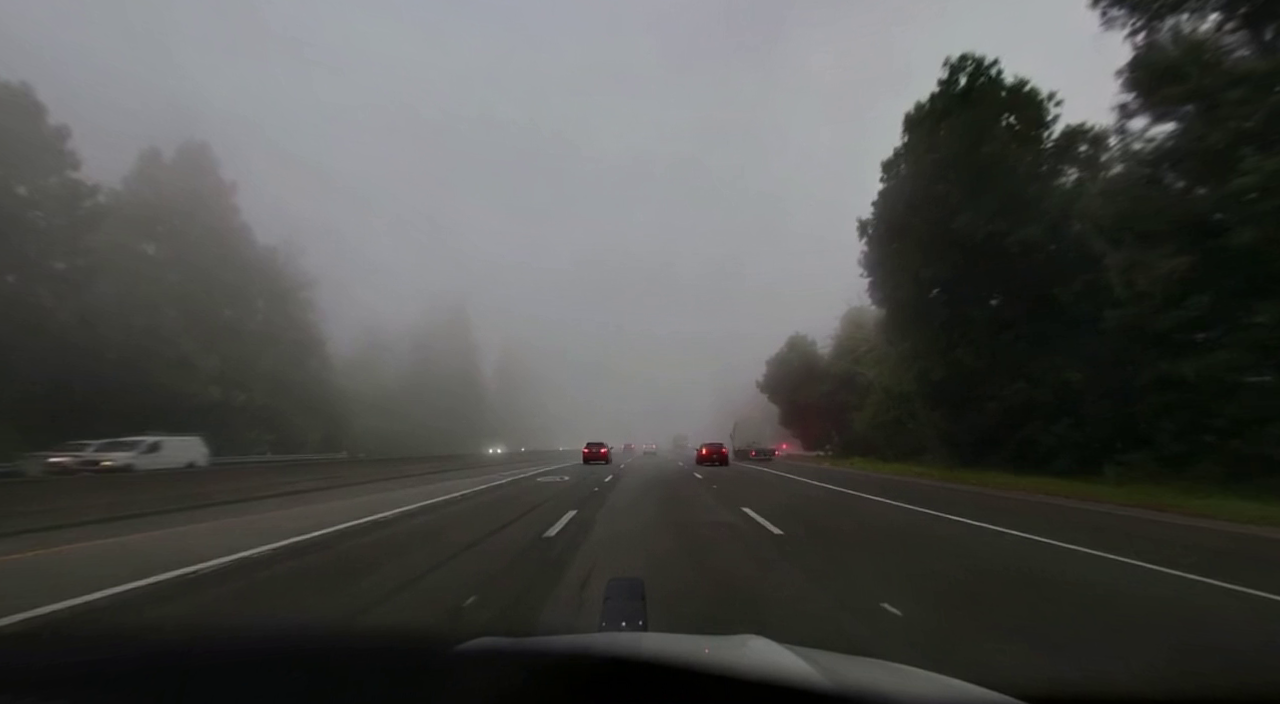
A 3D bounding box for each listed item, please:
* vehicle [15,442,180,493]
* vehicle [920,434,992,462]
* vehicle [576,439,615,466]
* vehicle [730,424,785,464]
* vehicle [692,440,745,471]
[{"bbox_3d":[-23.298,4.945,27.502,2.308,1.943,5.444,0,-9,1],"label":"vehicle"},{"bbox_3d":[23.934,7.301,48.064,2.221,1.995,5.803,0,-9,-3],"label":"vehicle"},{"bbox_3d":[-2.727,6.253,39.333,2.060,1.587,4.093,0,-9,1],"label":"vehicle"},{"bbox_3d":[8.109,6.436,44.139,2.729,2.628,4.875,0,-9,-2],"label":"vehicle"},{"bbox_3d":[3.944,5.303,32.536,2.080,1.493,4.674,0,-9,0],"label":"vehicle"}]
